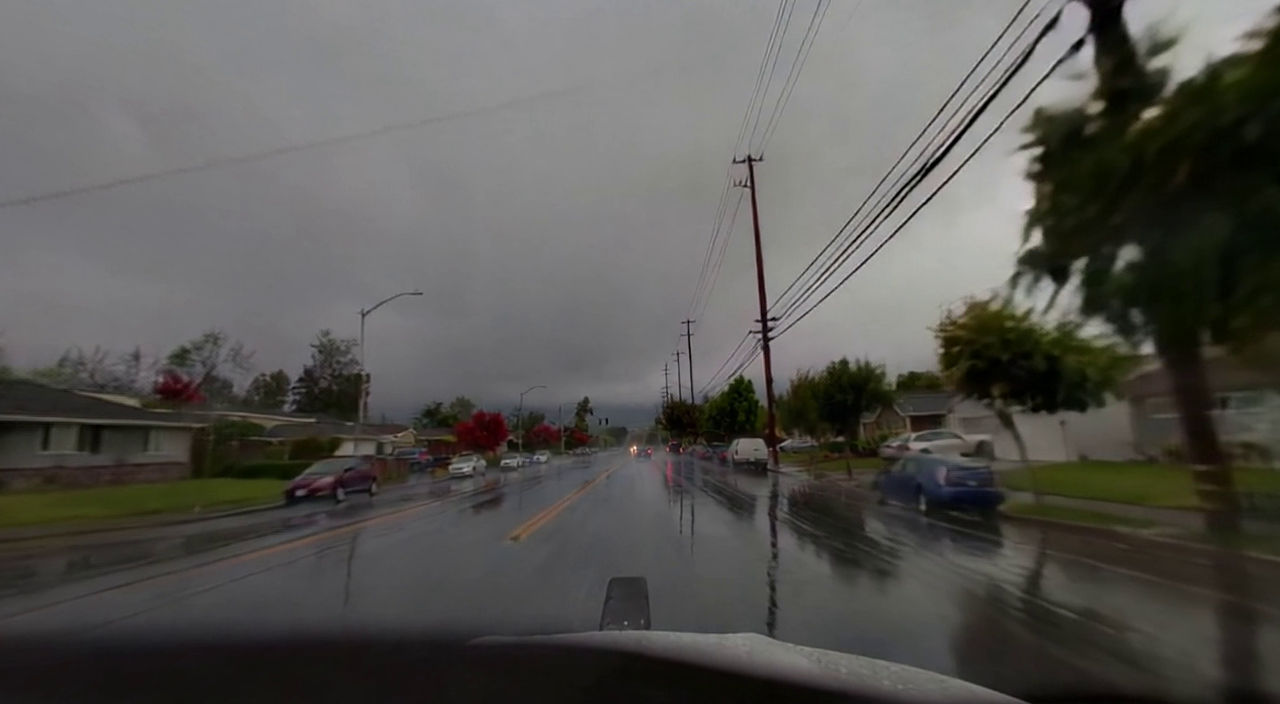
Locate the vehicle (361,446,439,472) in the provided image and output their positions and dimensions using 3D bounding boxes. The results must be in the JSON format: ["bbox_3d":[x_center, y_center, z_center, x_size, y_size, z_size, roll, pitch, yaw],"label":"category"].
[{"bbox_3d":[-17.364,7.735,45.761,4.745,1.810,2.197,0,-9,2],"label":"vehicle"}]

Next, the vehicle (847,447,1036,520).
[{"bbox_3d":[6.708,2.960,14.774,2.070,1.428,4.636,0,-9,-1],"label":"vehicle"}]

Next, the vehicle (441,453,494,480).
[{"bbox_3d":[-10.454,6.968,38.545,1.896,1.495,4.425,0,-9,2],"label":"vehicle"}]

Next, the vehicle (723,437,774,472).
[{"bbox_3d":[6.888,6.575,40.656,2.274,2.090,5.465,0,-9,0],"label":"vehicle"}]

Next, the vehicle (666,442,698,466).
[{"bbox_3d":[3.170,7.792,48.253,2.070,1.765,4.731,0,-9,-1],"label":"vehicle"}]

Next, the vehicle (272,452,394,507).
[{"bbox_3d":[-10.427,4.315,21.866,1.965,1.675,4.577,0,-9,-1],"label":"vehicle"}]
